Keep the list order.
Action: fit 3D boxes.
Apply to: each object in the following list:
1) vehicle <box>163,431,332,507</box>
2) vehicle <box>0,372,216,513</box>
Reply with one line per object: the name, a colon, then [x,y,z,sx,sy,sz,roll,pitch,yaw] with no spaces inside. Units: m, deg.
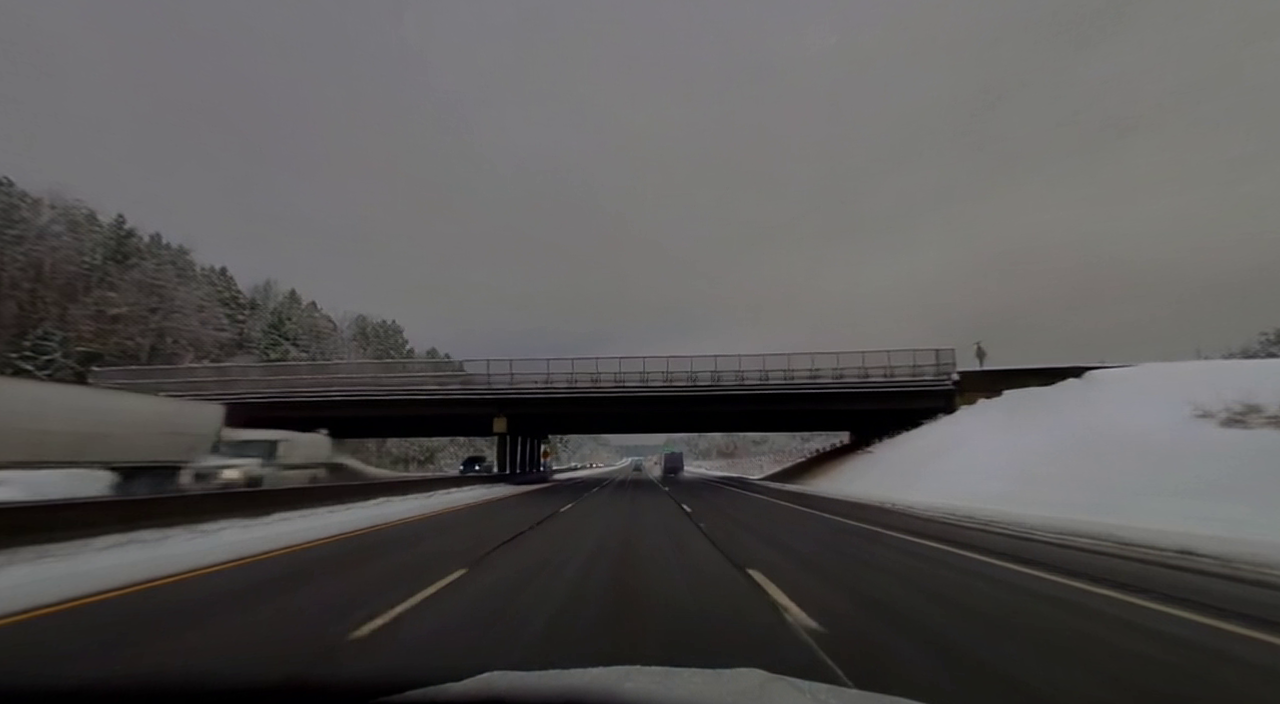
vehicle: [-15.059,4.602,24.940,2.237,2.564,6.691,1,-10,1]
vehicle: [-20.066,2.939,20.108,2.947,4.043,14.376,1,-10,0]
